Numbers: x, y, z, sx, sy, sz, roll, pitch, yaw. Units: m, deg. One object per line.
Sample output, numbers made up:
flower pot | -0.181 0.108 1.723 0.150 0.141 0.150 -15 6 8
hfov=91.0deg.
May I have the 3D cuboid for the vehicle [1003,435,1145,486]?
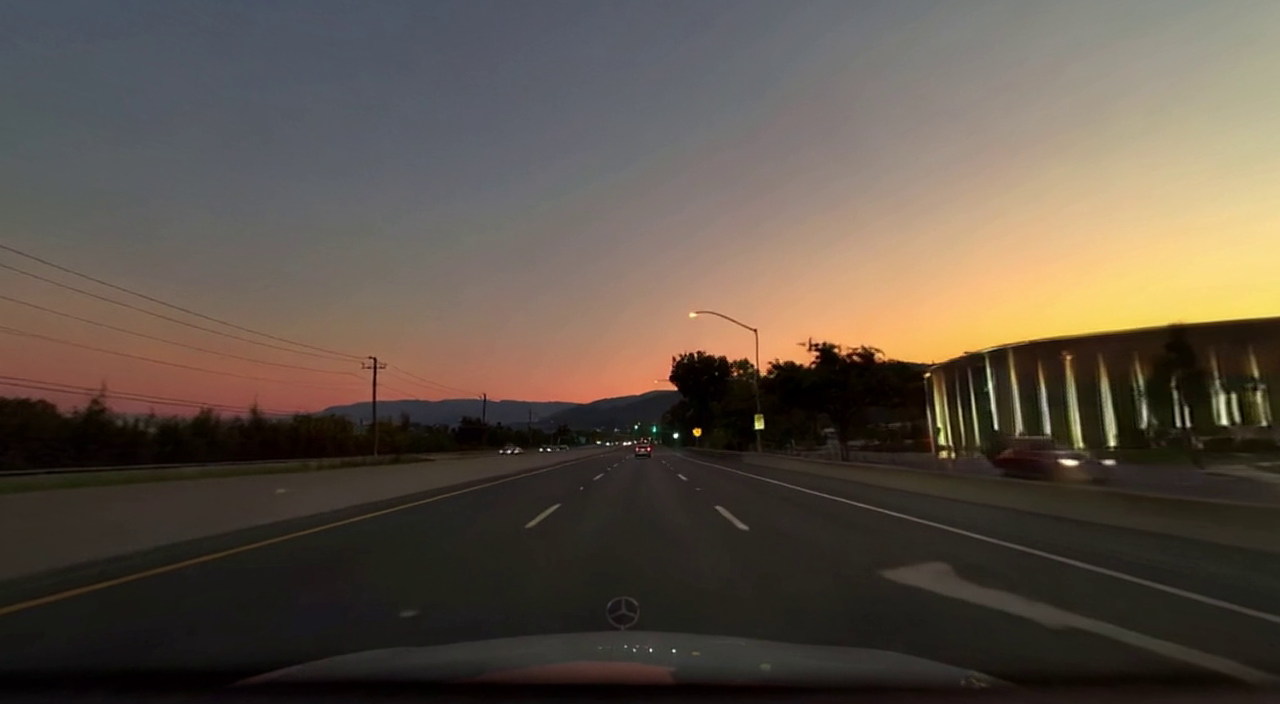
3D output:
vehicle | 16.106 4.035 23.734 2.037 1.718 4.610 0 -9 0
